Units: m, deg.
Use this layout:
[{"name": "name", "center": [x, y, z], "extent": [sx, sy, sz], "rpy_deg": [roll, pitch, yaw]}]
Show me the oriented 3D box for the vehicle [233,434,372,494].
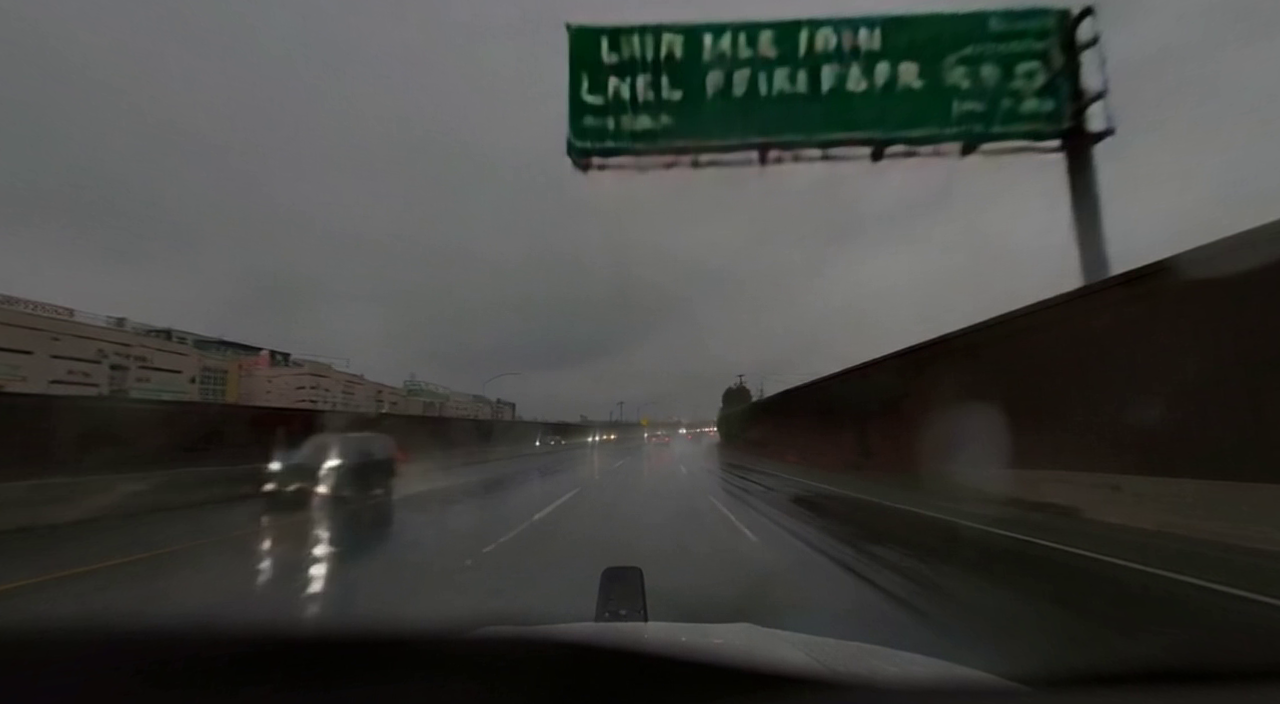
[{"name": "vehicle", "center": [-10.369, 3.450, 19.822], "extent": [1.956, 1.669, 4.228], "rpy_deg": [0, -8, 1]}]
